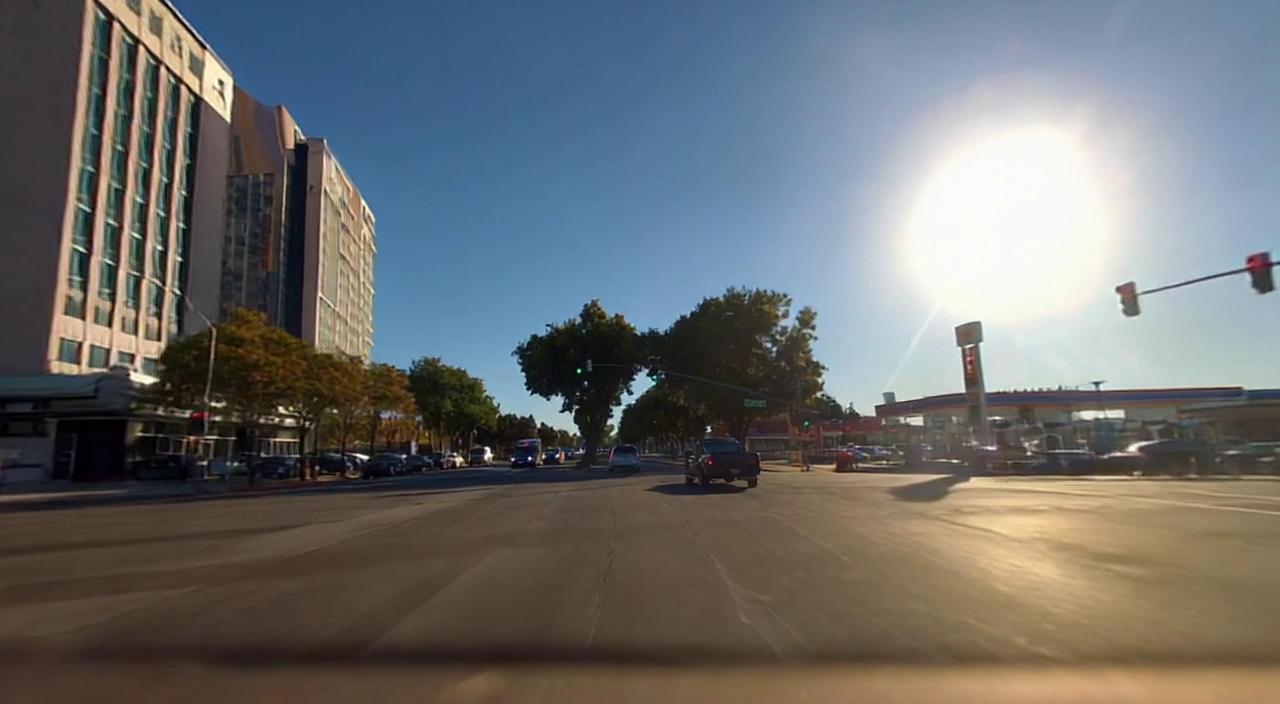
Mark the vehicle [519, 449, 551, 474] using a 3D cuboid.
[{"bbox_3d":[-7.048,7.269,42.124,1.972,1.466,4.493,2,-8,-11],"label":"vehicle"}]

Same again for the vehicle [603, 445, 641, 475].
[{"bbox_3d":[-1.091,6.165,36.271,2.029,1.605,3.827,1,-9,-3],"label":"vehicle"}]

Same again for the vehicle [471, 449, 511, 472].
[{"bbox_3d":[-10.739,7.830,45.745,2.165,1.557,4.515,1,-9,-5],"label":"vehicle"}]

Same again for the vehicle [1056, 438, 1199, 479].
[{"bbox_3d":[22.365,4.899,29.102,4.950,1.760,2.213,1,-9,-8],"label":"vehicle"}]

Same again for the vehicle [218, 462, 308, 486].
[{"bbox_3d":[-23.621,7.628,39.679,4.428,1.416,1.759,0,-9,-1],"label":"vehicle"}]

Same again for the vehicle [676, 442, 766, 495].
[{"bbox_3d":[2.447,3.696,20.378,2.061,1.487,4.462,1,-9,-3],"label":"vehicle"}]

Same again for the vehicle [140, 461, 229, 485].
[{"bbox_3d":[-30.136,8.024,41.901,4.323,1.445,2.002,1,-9,-2],"label":"vehicle"}]

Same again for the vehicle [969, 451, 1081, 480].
[{"bbox_3d":[20.610,6.083,33.983,4.637,1.443,2.050,0,-8,0],"label":"vehicle"}]

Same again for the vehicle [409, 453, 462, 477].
[{"bbox_3d":[-14.091,7.797,43.859,2.186,1.532,5.087,0,-9,-2],"label":"vehicle"}]

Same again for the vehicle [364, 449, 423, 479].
[{"bbox_3d":[-17.347,7.876,44.778,2.191,1.926,5.787,1,-9,-4],"label":"vehicle"}]
